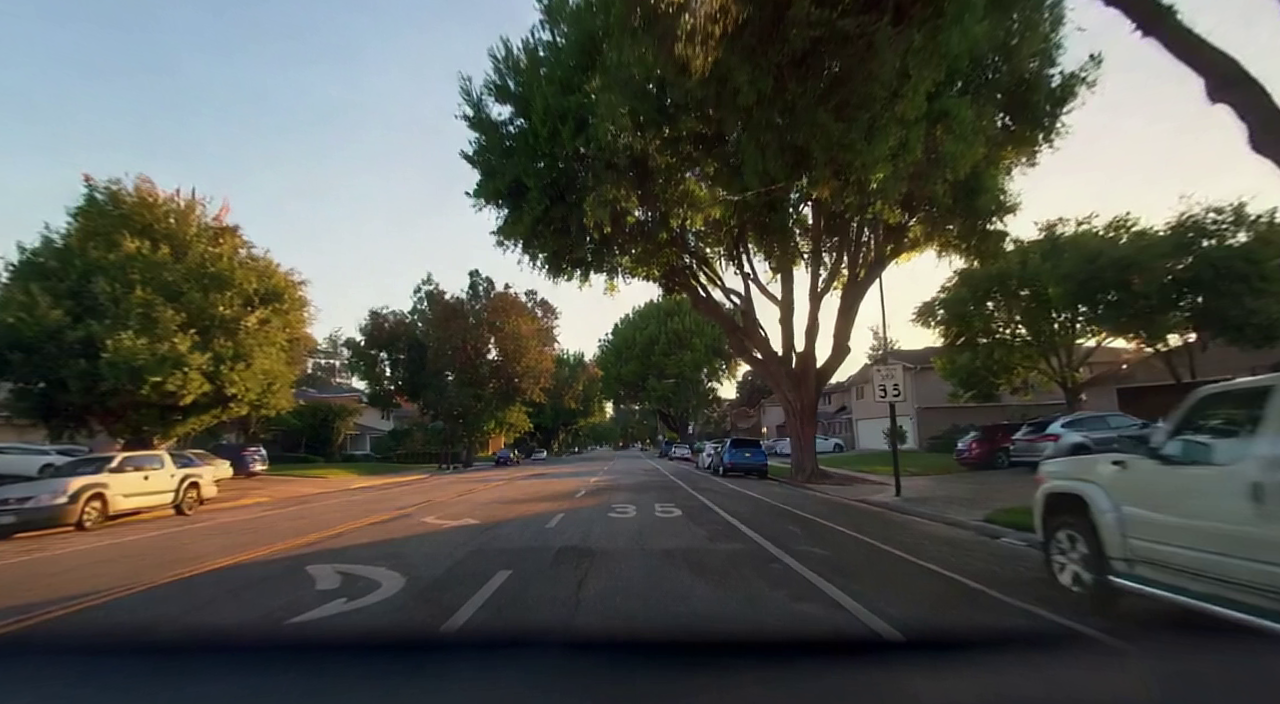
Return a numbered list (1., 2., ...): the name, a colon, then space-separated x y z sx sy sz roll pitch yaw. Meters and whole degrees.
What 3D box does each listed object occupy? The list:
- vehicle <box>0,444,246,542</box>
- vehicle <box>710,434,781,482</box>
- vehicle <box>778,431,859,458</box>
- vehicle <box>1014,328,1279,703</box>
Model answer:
1. vehicle: -10.924 2.839 13.563 1.994 1.698 4.762 0 -9 -2
2. vehicle: 4.070 4.176 25.088 1.915 1.715 4.451 0 -9 -2
3. vehicle: 12.100 6.309 43.056 4.912 1.734 2.006 0 -9 -1
4. vehicle: 4.399 0.755 2.607 2.268 1.918 5.661 0 -8 0
